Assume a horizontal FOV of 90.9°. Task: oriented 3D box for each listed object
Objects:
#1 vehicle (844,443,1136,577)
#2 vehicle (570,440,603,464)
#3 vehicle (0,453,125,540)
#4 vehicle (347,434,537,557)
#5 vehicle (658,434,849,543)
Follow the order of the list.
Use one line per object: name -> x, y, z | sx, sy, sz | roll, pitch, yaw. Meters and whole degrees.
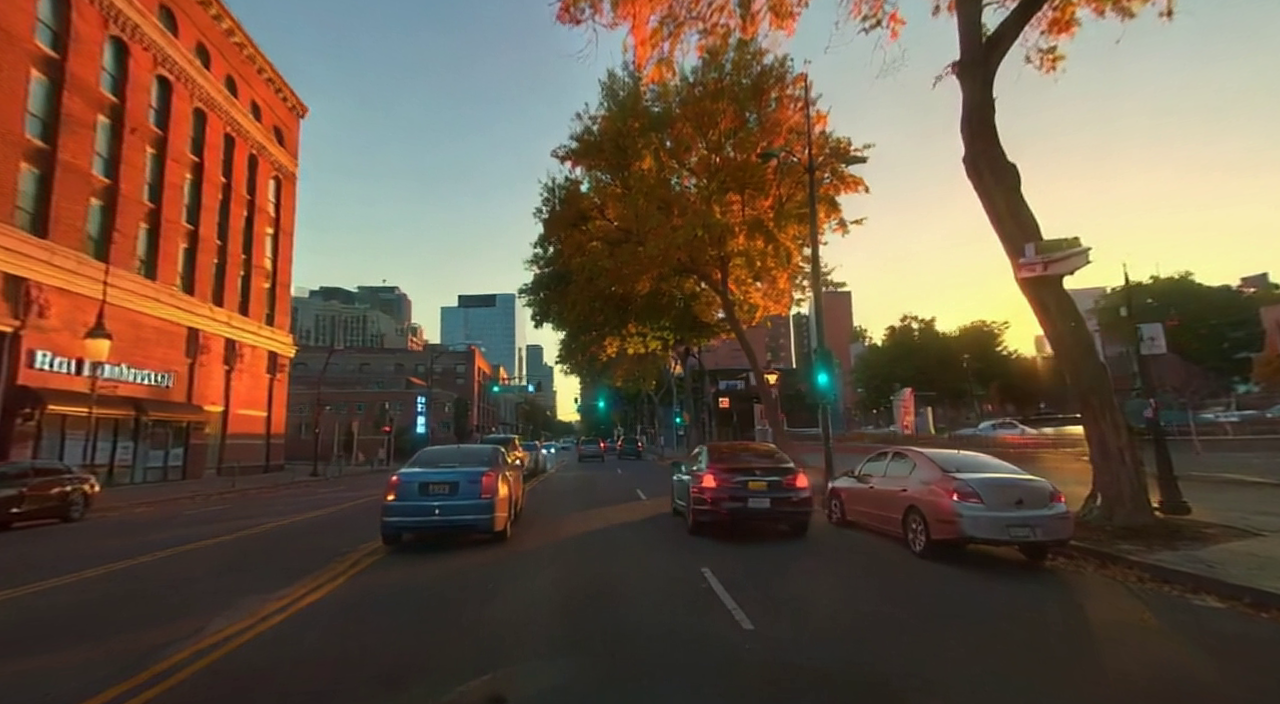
vehicle -> 4.815, 2.170, 9.481 | 1.986, 1.555, 3.879 | 0, -8, -3
vehicle -> -3.620, 6.674, 42.263 | 2.102, 1.521, 4.078 | 1, -8, -5
vehicle -> -14.055, 3.098, 13.800 | 2.000, 1.708, 4.494 | 1, -8, -5
vehicle -> -2.837, 2.053, 9.915 | 2.169, 1.427, 4.531 | 2, -9, -12
vehicle -> 1.635, 2.206, 10.951 | 2.150, 1.464, 4.467 | 1, -8, -5
